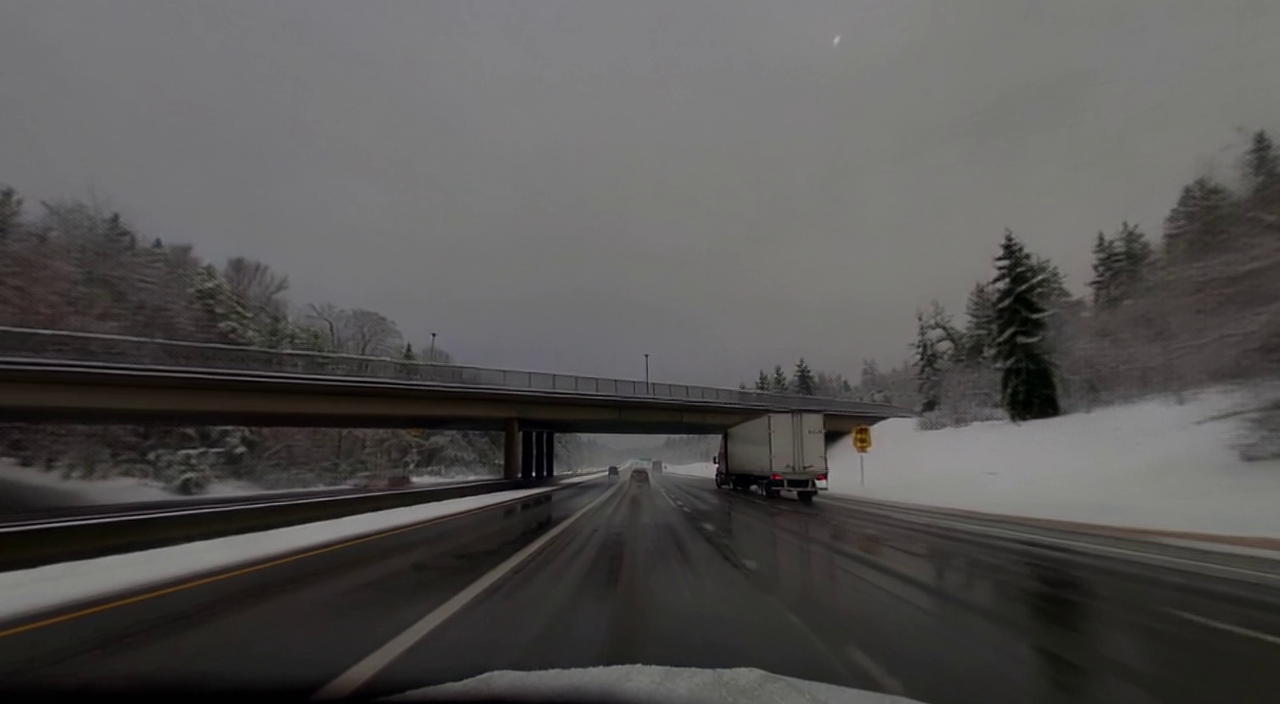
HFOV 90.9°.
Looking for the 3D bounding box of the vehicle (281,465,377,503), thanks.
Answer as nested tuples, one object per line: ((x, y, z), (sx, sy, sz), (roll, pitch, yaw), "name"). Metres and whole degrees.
((-14.340, 6.103, 29.375), (1.959, 1.556, 4.783), (0, -10, 1), "vehicle")

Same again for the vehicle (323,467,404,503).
((-11.374, 5.487, 26.184), (1.651, 1.370, 3.641), (1, -10, 0), "vehicle")

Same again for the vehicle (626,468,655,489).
((0.033, 9.209, 46.031), (2.029, 1.459, 3.684), (1, -10, 0), "vehicle")

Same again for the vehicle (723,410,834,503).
((7.066, 5.896, 34.975), (2.926, 4.073, 13.836), (1, -10, 0), "vehicle")
